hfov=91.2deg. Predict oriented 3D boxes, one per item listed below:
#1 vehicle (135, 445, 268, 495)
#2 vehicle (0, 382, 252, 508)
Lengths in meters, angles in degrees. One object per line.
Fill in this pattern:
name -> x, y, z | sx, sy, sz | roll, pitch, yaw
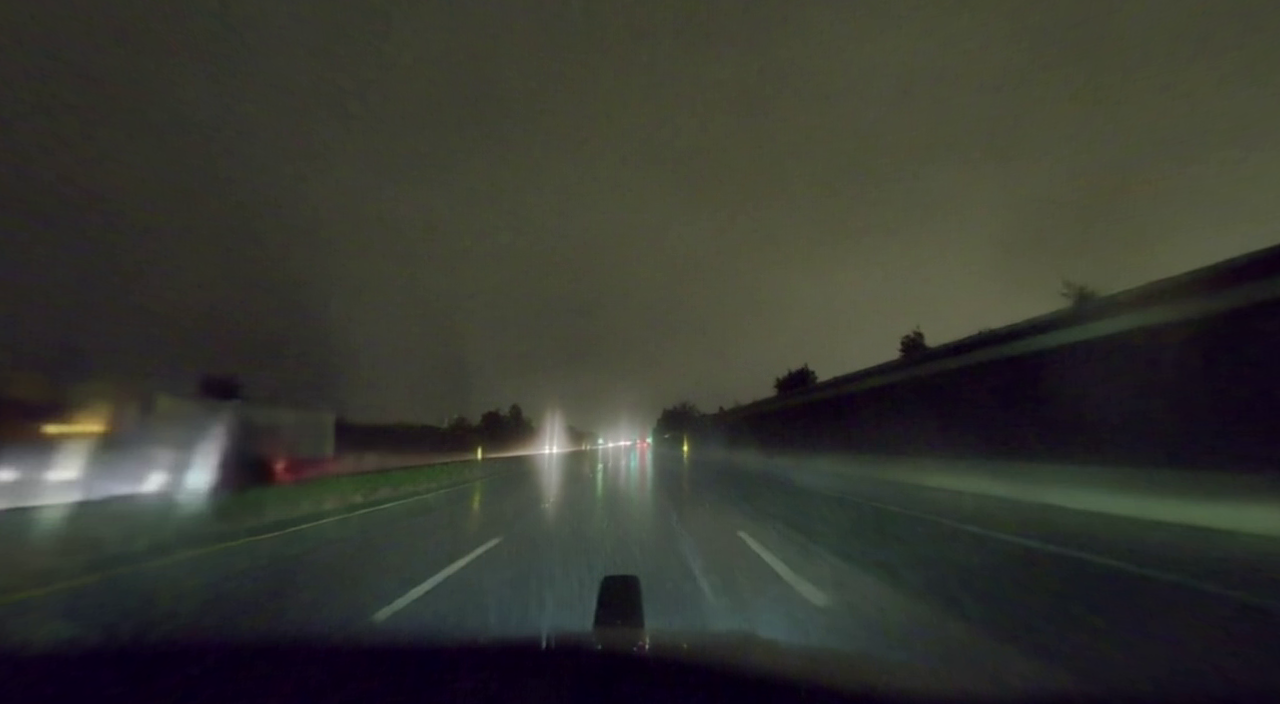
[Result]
vehicle -> -16.548, 4.442, 23.950 | 1.918, 1.709, 4.258 | -1, -9, 1
vehicle -> -20.638, 3.785, 25.508 | 3.031, 4.052, 10.346 | 0, -9, -1
